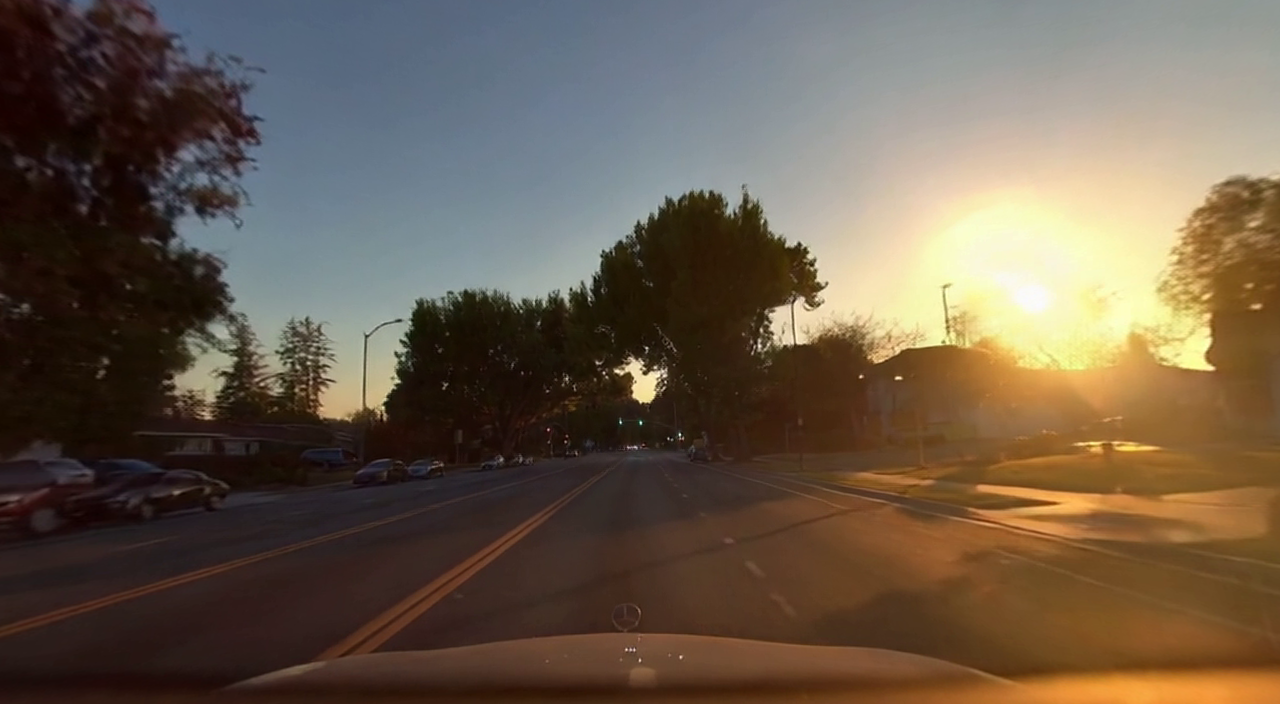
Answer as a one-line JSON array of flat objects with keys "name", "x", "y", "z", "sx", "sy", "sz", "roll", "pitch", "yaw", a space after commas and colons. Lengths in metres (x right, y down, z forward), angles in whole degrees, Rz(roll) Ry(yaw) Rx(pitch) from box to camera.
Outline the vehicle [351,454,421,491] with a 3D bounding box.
[{"name": "vehicle", "x": -12.669, "y": 6.004, "z": 31.810, "sx": 1.828, "sy": 1.510, "sz": 4.149, "roll": -4, "pitch": -9, "yaw": 0}]

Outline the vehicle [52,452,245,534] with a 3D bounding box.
[{"name": "vehicle", "x": -12.637, "y": 3.581, "z": 16.638, "sx": 1.882, "sy": 1.727, "sz": 3.945, "roll": -3, "pitch": -8, "yaw": 0}]

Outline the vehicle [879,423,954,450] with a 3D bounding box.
[{"name": "vehicle", "x": 17.532, "y": 5.400, "z": 40.131, "sx": 1.726, "sy": 1.620, "sz": 3.938, "roll": 7, "pitch": -11, "yaw": -37}]

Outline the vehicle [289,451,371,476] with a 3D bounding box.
[{"name": "vehicle", "x": -20.916, "y": 7.500, "z": 42.675, "sx": 4.498, "sy": 1.623, "sz": 1.903, "roll": 0, "pitch": -9, "yaw": 1}]

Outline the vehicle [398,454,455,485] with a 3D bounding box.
[{"name": "vehicle", "x": -12.663, "y": 6.963, "z": 37.699, "sx": 1.909, "sy": 1.477, "sz": 4.345, "roll": -3, "pitch": -8, "yaw": -1}]
